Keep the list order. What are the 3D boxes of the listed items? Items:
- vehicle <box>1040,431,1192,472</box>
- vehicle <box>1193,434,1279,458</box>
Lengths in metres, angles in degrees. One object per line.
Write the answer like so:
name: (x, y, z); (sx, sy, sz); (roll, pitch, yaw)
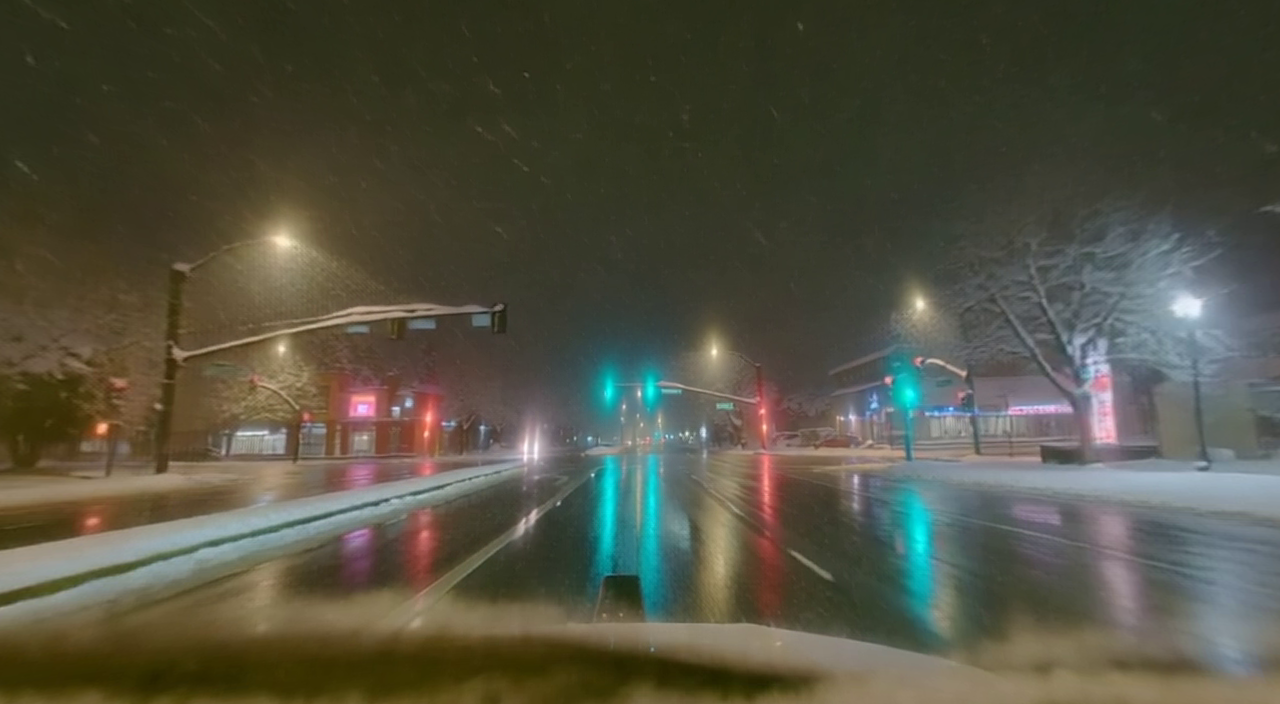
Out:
vehicle: (18.840, 3.947, 25.148); (4.545, 1.511, 1.935); (0, -8, -3)
vehicle: (41.328, 6.487, 43.670); (4.157, 1.552, 1.953); (-1, -8, 2)
